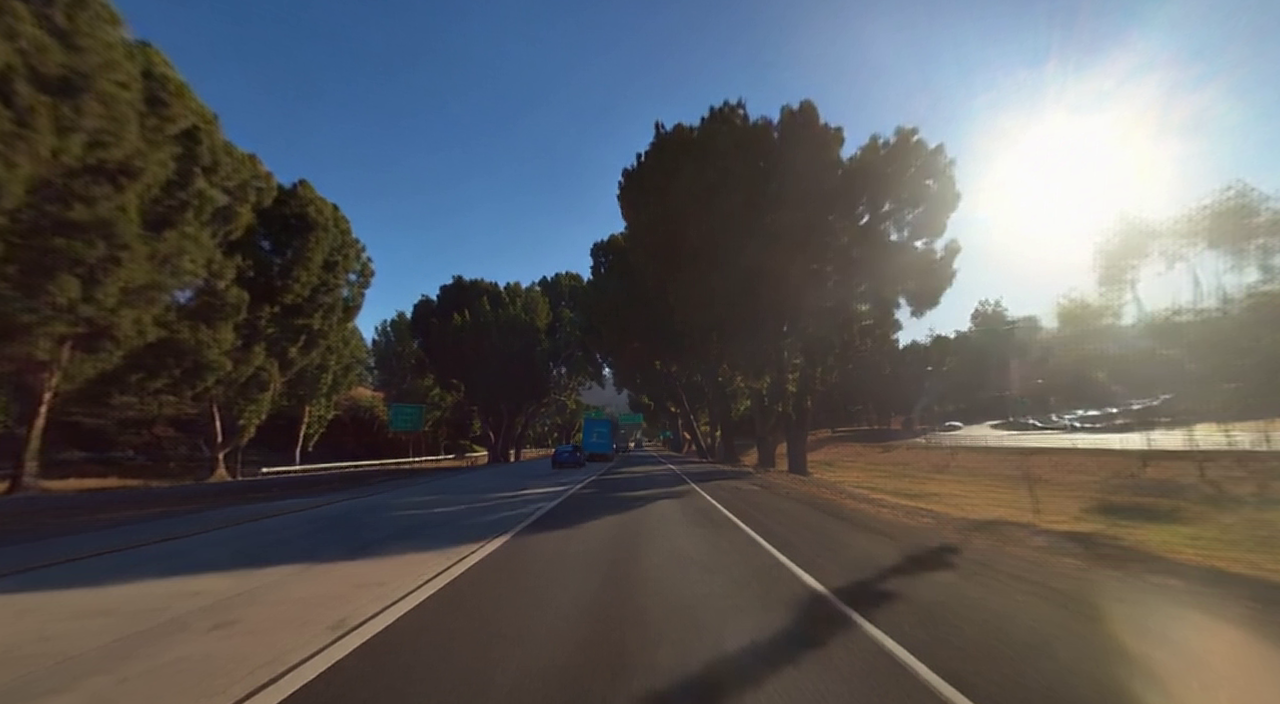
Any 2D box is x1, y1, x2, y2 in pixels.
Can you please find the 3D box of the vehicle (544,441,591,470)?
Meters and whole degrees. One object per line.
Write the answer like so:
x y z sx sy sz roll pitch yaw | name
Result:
-3.948 5.703 34.966 2.005 1.462 4.345 0 -8 1 | vehicle
